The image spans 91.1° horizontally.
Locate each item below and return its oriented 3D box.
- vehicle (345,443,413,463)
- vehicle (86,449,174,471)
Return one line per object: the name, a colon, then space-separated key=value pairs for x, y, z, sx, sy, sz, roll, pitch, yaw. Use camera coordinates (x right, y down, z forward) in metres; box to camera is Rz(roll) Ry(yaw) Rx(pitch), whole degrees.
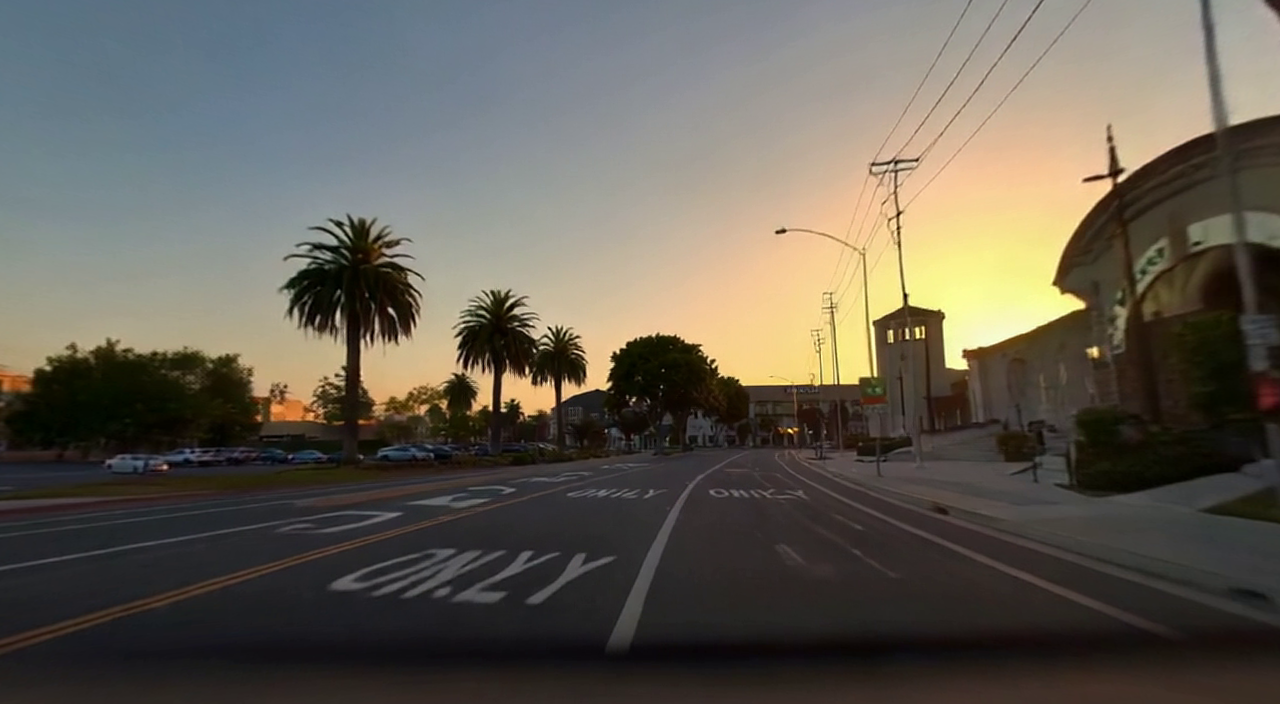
vehicle: x=-20.449 y=7.927 z=49.288 sx=4.440 sy=1.541 sz=1.851 roll=-1 pitch=-9 yaw=4
vehicle: x=-35.183 y=7.436 z=43.359 sx=4.525 sy=1.492 sz=1.950 roll=-1 pitch=-9 yaw=7
